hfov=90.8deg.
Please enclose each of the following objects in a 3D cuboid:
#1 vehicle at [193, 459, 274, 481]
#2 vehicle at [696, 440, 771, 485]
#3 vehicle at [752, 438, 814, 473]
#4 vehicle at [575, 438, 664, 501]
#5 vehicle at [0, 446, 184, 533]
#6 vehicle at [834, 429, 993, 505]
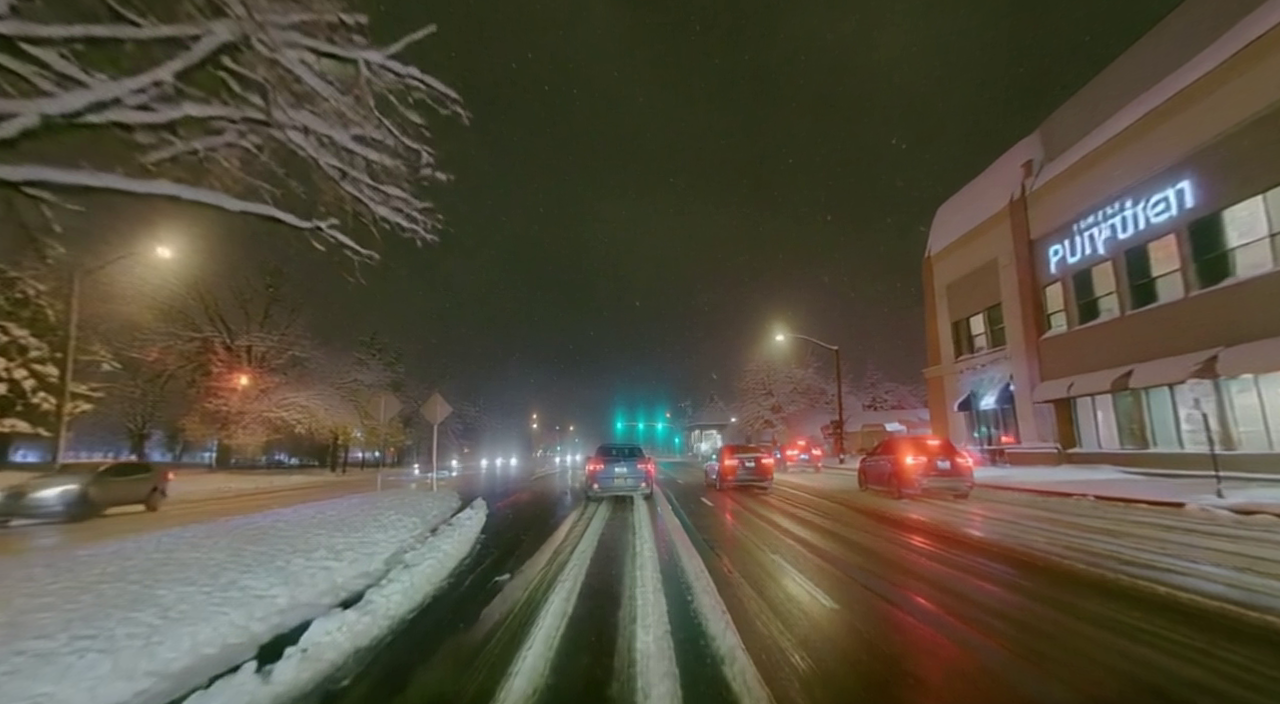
[{"bbox_3d":[-28.187,8.188,43.903,4.346,1.435,1.909,-1,-9,3],"label":"vehicle"},{"bbox_3d":[3.316,4.023,23.346,1.993,1.477,4.240,0,-9,-2],"label":"vehicle"},{"bbox_3d":[7.276,5.316,32.599,2.025,1.666,4.448,0,-9,-1],"label":"vehicle"},{"bbox_3d":[-0.661,3.090,17.013,2.101,1.444,4.248,0,-9,-5],"label":"vehicle"},{"bbox_3d":[-12.062,2.805,13.409,1.934,1.491,3.684,-1,-8,1],"label":"vehicle"},{"bbox_3d":[7.058,3.014,17.027,2.052,1.708,4.842,0,-9,-1],"label":"vehicle"}]
